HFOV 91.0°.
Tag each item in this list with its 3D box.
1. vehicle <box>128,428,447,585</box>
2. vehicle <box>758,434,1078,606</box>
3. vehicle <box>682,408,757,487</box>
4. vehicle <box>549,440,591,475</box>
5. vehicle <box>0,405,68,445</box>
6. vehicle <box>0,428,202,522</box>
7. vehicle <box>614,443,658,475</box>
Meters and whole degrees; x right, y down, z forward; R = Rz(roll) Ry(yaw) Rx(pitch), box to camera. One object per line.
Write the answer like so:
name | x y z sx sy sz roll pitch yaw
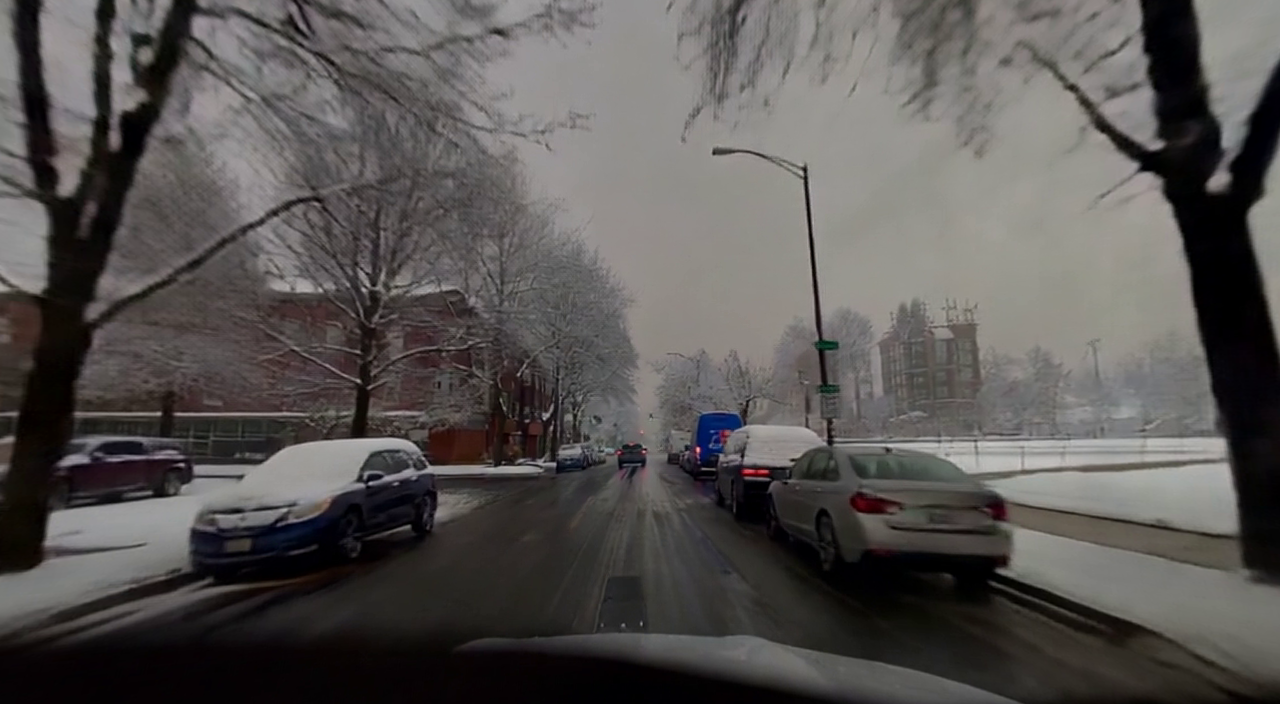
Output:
vehicle | -4.674 2.019 9.418 2.090 1.497 4.639 1 -4 0
vehicle | 2.803 1.744 7.514 1.906 1.471 3.941 0 -8 -2
vehicle | 3.101 3.892 25.921 2.245 2.843 5.762 0 -8 -1
vehicle | -4.096 6.208 37.234 1.951 1.662 4.046 0 -4 1
vehicle | -39.454 4.822 40.945 2.275 2.455 5.093 5 -10 -32
vehicle | -11.102 2.274 12.164 1.795 1.513 4.442 -1 -8 5
vehicle | -0.216 5.421 32.100 2.095 1.510 3.605 0 -8 0
